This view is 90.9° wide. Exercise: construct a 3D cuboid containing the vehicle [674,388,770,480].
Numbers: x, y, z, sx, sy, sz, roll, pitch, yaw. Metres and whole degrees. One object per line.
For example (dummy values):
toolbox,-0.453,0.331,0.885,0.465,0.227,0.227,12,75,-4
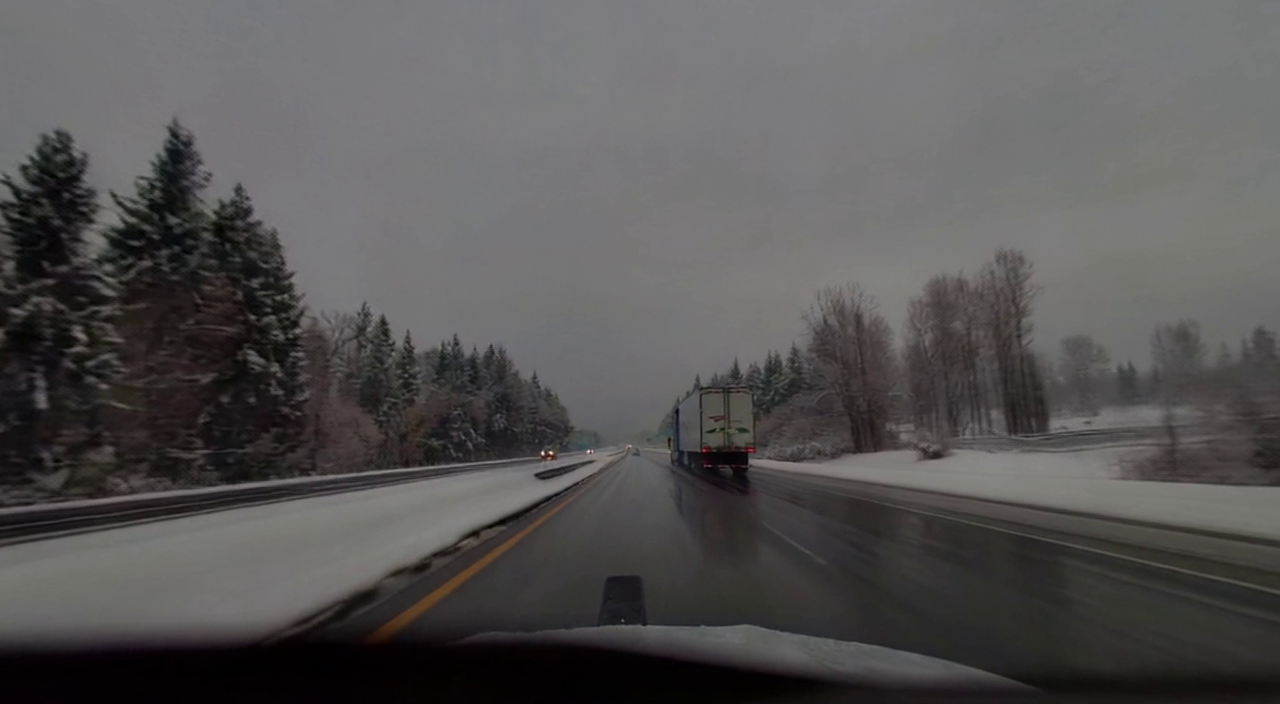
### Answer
vehicle,3.780,4.470,33.228,2.955,3.825,14.115,0,-9,-1
